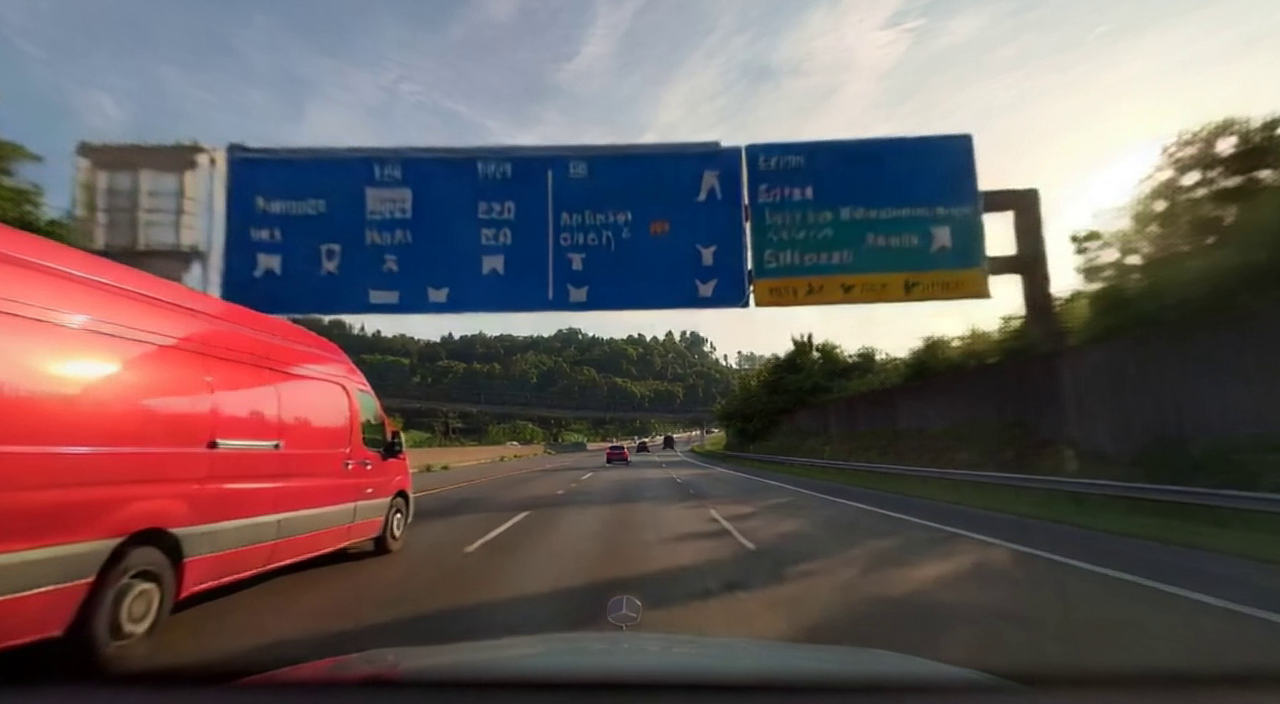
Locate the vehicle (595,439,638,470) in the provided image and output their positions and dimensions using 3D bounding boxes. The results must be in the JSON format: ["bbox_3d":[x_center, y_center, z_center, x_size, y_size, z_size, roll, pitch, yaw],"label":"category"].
[{"bbox_3d":[-1.257,5.799,35.733,2.183,1.662,3.968,0,-9,1],"label":"vehicle"}]

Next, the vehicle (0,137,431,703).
[{"bbox_3d":[-4.158,0.761,5.805,2.382,2.736,5.982,0,-9,0],"label":"vehicle"}]
